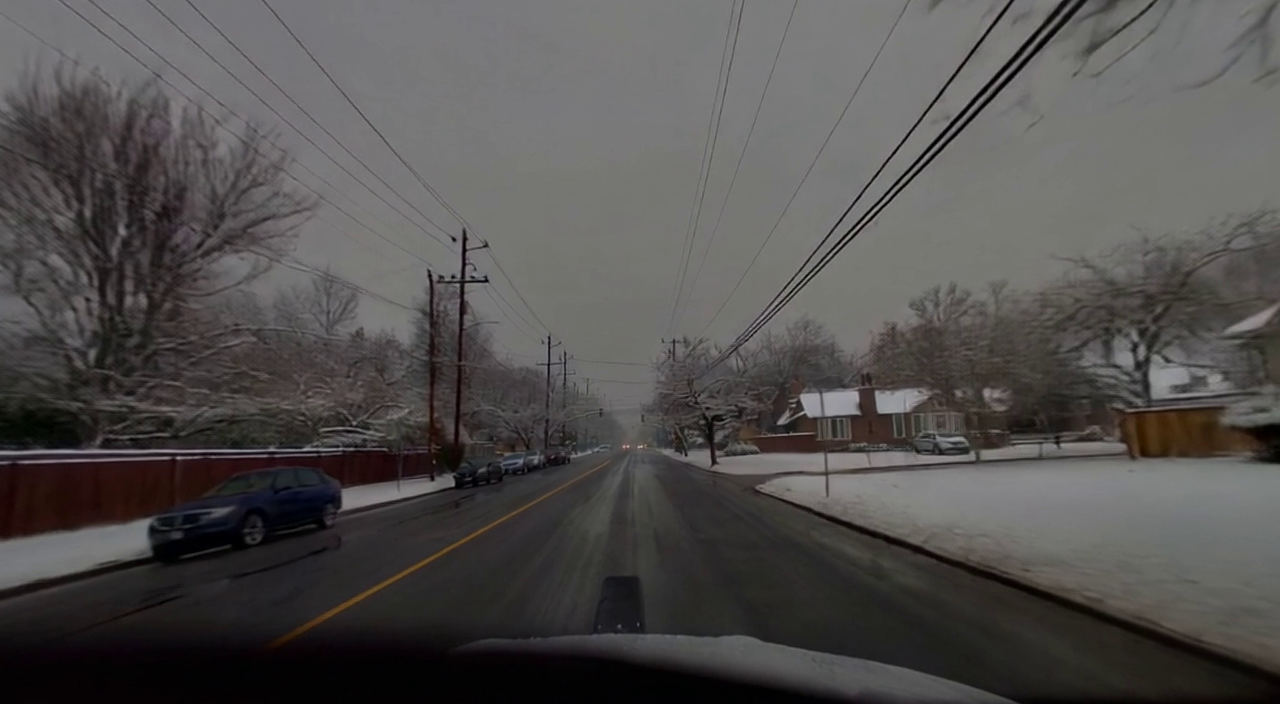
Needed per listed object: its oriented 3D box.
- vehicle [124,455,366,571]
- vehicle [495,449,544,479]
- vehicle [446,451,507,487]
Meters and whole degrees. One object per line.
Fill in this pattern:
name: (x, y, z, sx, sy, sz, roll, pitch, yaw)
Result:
vehicle: (-7.202, 2.896, 12.154, 1.869, 1.442, 4.344, -9, -8, -1)
vehicle: (-7.597, 7.111, 40.345, 1.839, 1.494, 4.757, -9, -9, 2)
vehicle: (-7.732, 5.551, 30.238, 1.949, 1.512, 3.818, 0, -8, -1)
